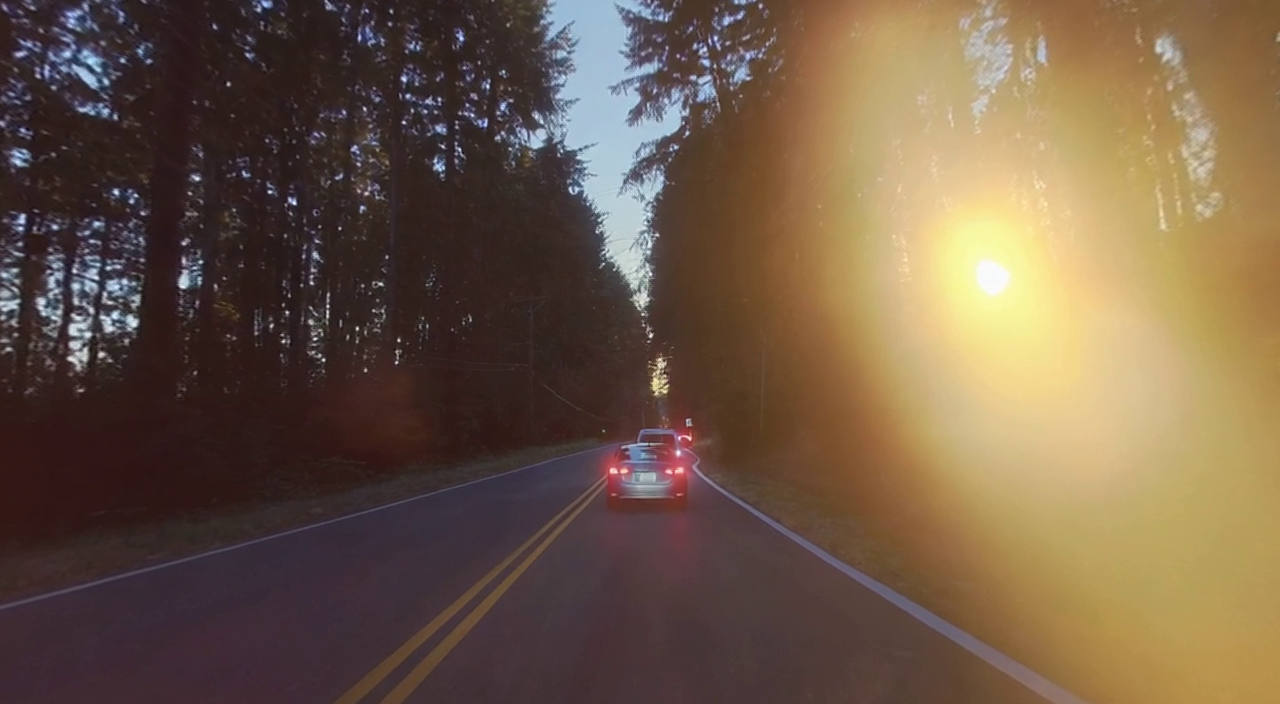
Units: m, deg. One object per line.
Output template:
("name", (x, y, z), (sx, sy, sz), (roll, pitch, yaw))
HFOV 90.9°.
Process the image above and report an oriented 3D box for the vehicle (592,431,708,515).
("vehicle", (0.163, 2.459, 13.289), (2.081, 1.503, 3.726), (0, -8, -1))
